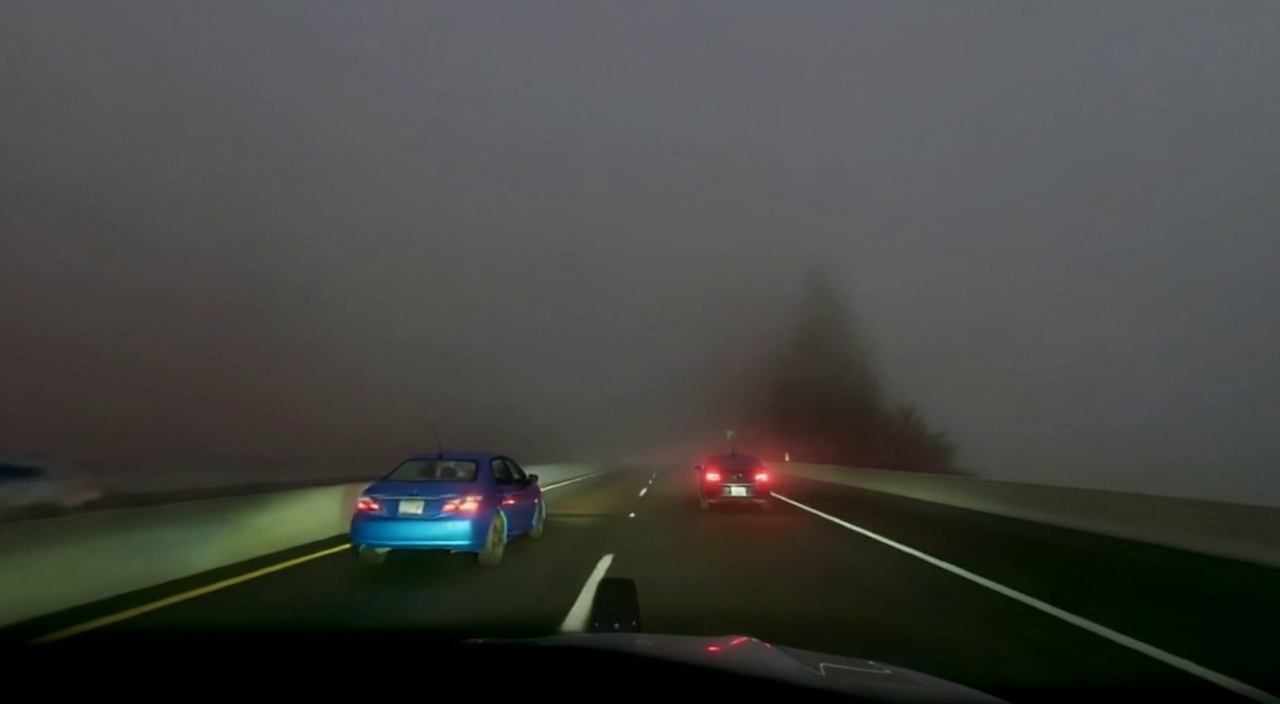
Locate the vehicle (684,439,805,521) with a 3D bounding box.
[{"bbox_3d":[2.142,2.755,14.017,2.021,1.533,4.014,0,-9,0],"label":"vehicle"}]

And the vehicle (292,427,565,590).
[{"bbox_3d":[-2.304,1.843,8.243,2.083,1.548,4.251,0,-9,0],"label":"vehicle"}]
